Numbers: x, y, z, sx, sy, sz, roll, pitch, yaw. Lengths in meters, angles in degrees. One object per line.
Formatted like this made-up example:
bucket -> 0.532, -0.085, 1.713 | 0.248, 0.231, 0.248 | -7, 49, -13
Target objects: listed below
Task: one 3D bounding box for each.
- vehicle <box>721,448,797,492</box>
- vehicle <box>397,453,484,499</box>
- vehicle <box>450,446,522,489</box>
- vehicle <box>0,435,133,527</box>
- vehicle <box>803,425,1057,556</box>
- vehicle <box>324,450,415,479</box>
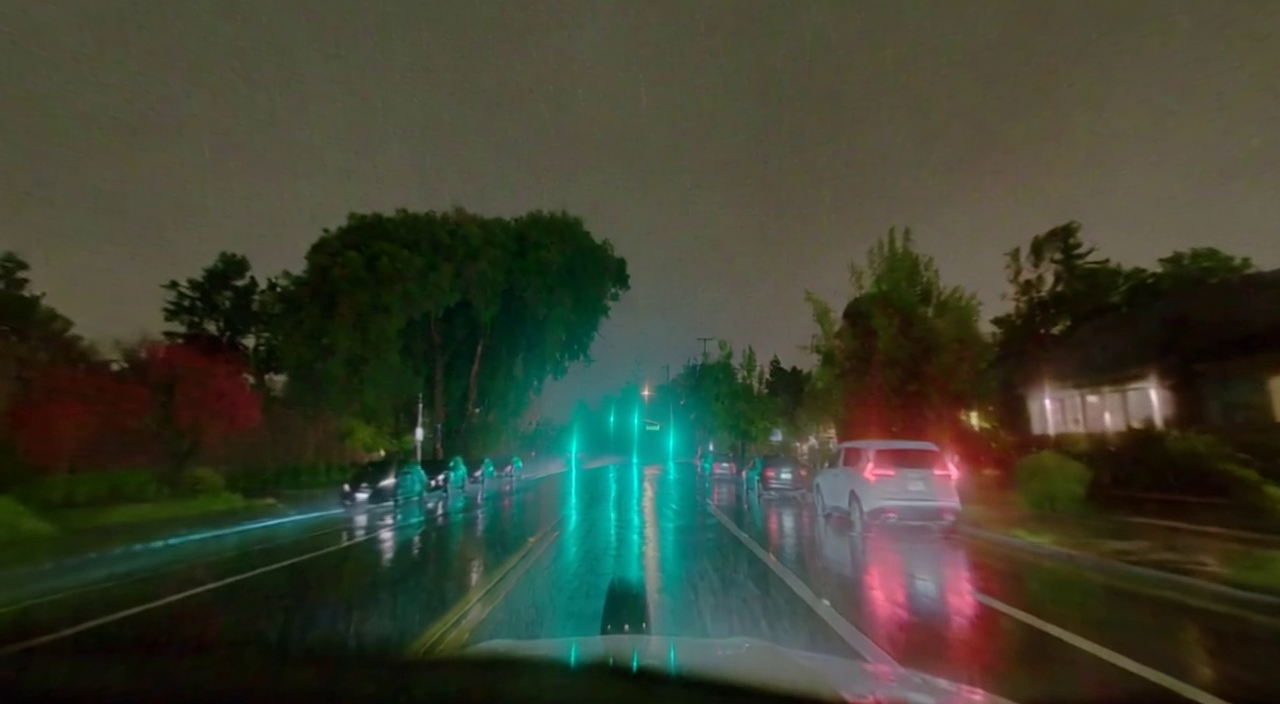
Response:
vehicle -> 4.415, 4.430, 24.150 | 2.048, 1.469, 4.673 | 0, -8, 1
vehicle -> -7.691, 4.795, 24.737 | 1.971, 1.479, 4.307 | -1, -8, 1
vehicle -> -7.352, 5.519, 30.609 | 2.218, 1.807, 5.032 | -1, -8, 0
vehicle -> -13.858, 2.792, 14.016 | 3.513, 1.829, 1.976 | -1, -8, 7
vehicle -> 4.527, 2.220, 10.925 | 2.137, 1.747, 4.797 | 0, -8, 1
vehicle -> -16.623, 6.906, 38.942 | 4.619, 1.708, 2.087 | 0, -8, -1
